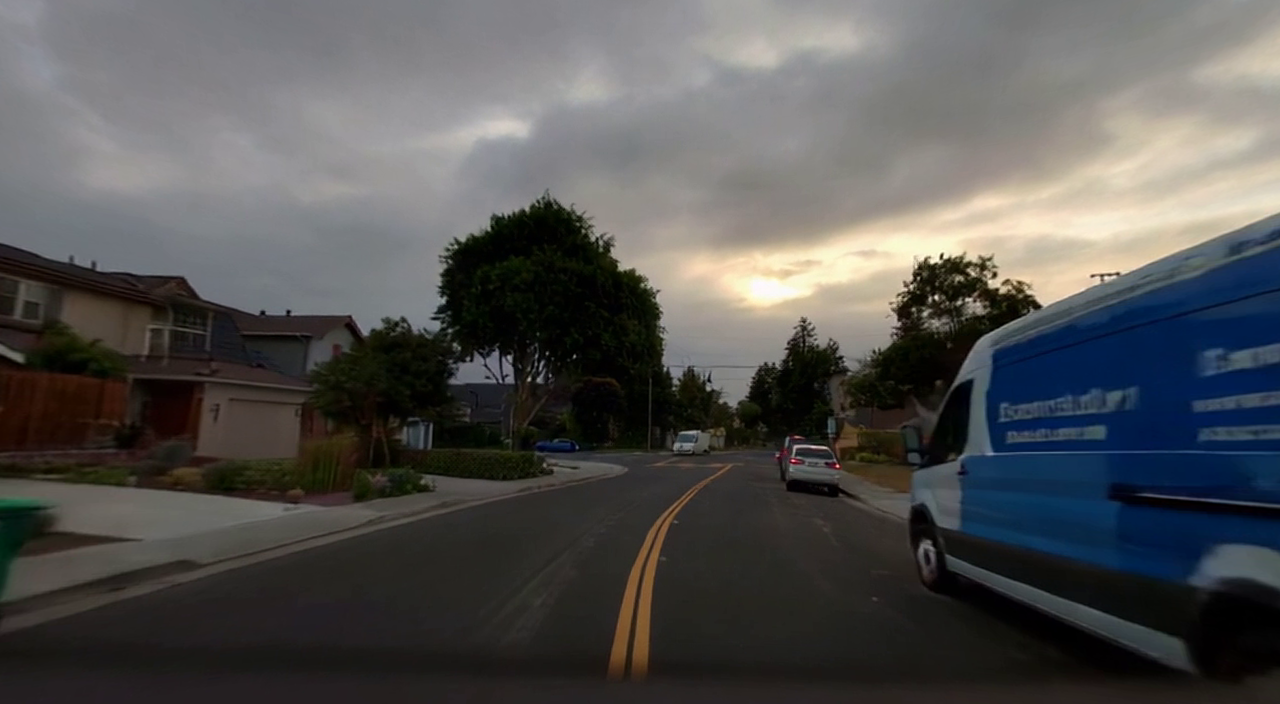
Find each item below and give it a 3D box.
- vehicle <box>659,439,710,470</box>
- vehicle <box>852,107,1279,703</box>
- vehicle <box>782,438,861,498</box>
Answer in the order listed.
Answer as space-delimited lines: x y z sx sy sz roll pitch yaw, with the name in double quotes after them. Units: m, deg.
2.743 6.097 37.818 2.278 1.704 5.321 -2 -9 12 "vehicle"
3.920 0.724 4.597 2.684 2.712 6.197 0 -9 1 "vehicle"
5.673 3.632 20.217 1.822 1.668 4.147 -1 -9 8 "vehicle"
